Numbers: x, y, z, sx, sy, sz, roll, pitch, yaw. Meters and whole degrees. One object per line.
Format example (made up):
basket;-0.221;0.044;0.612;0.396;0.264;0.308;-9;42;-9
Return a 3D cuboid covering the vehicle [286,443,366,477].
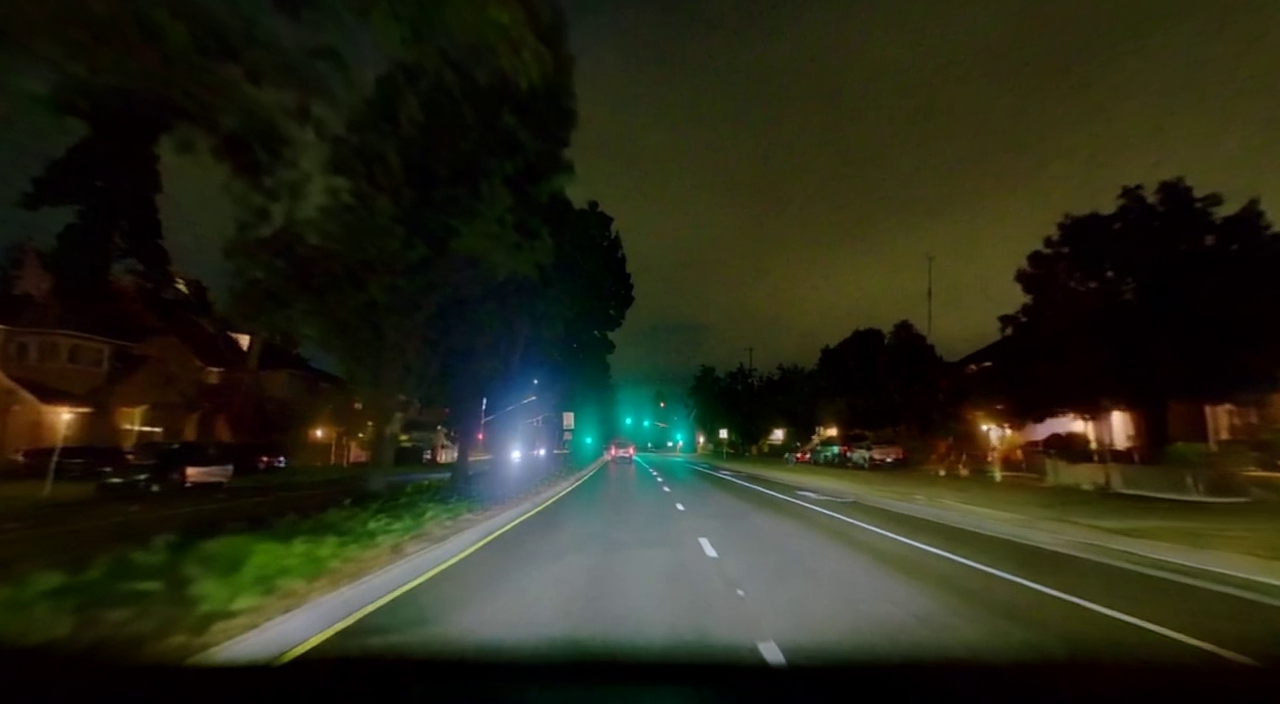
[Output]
vehicle;-15.346;5.265;31.061;1.884;1.540;3.927;0;-8;0

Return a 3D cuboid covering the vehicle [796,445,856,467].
vehicle;11.198;6.305;38.324;2.015;1.231;4.748;0;-8;-2

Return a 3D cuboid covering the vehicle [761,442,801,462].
vehicle;10.940;7.790;49.119;1.839;1.445;4.484;0;-8;-3

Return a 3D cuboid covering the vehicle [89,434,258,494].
vehicle;-15.145;3.646;20.904;2.042;1.748;4.584;0;-8;0

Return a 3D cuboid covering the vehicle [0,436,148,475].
vehicle;-23.326;4.256;26.081;4.184;1.528;1.990;1;-8;-3

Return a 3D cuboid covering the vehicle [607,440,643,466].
vehicle;-0.942;6.223;39.029;2.113;1.462;4.203;0;-8;-2

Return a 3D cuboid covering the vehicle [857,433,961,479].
vehicle;11.432;4.440;27.246;2.147;1.767;5.125;0;-8;-1
